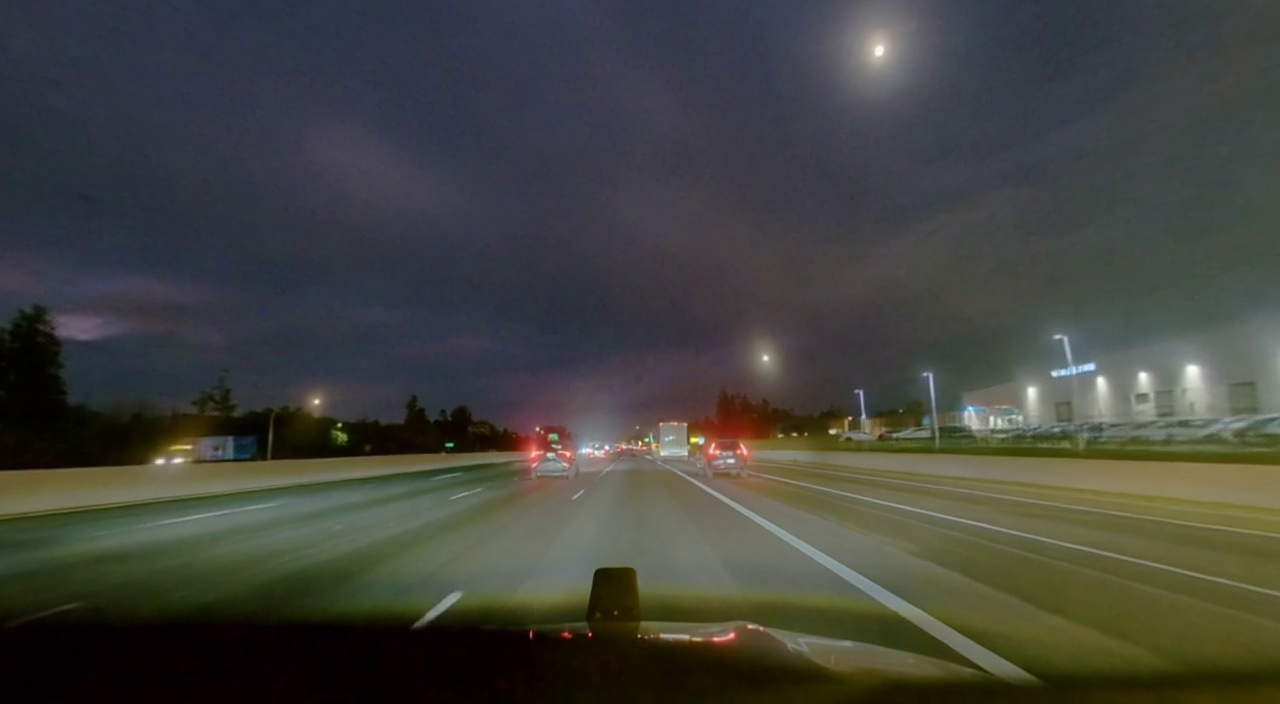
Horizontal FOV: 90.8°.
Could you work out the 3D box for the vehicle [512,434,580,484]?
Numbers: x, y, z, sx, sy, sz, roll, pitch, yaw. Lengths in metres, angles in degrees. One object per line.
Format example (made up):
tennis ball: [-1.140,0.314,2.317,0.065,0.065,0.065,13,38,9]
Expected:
vehicle: [-3.565,4.162,24.799,1.987,1.765,4.508,0,-8,0]

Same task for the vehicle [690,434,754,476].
vehicle: [3.715,4.775,29.535,2.198,1.807,4.530,0,-9,-2]
